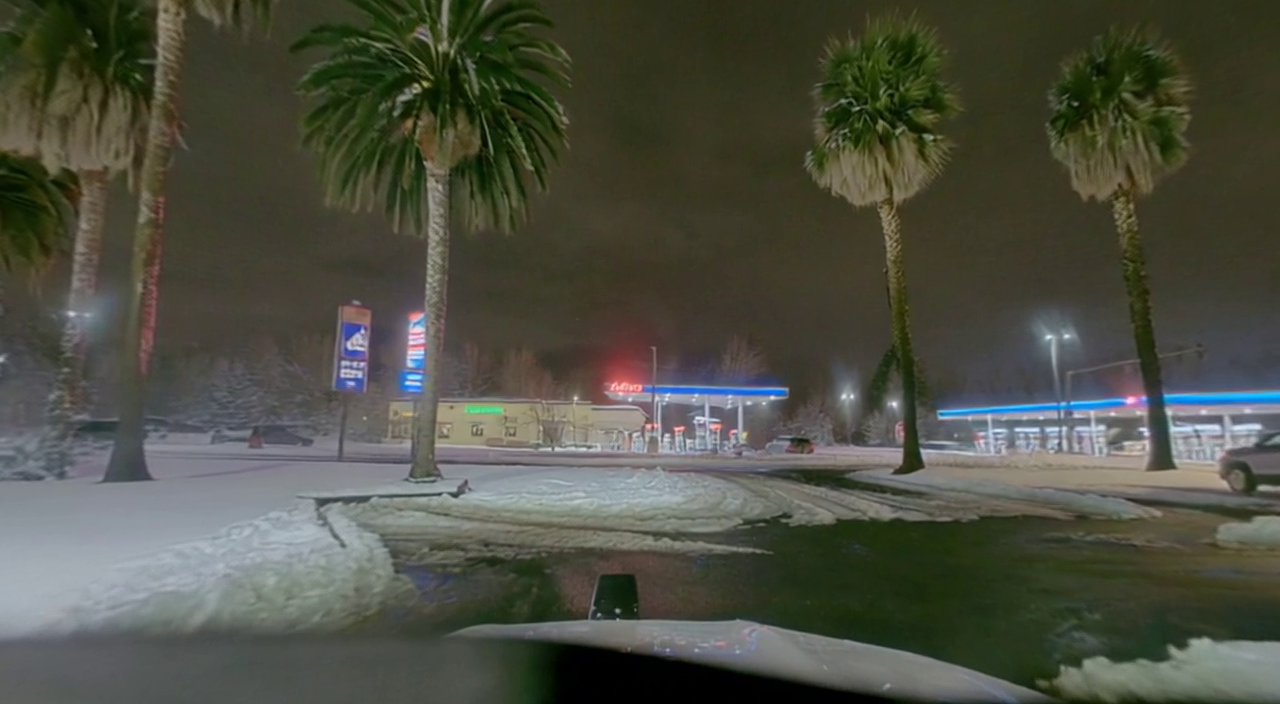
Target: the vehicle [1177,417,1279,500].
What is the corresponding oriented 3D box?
[{"bbox_3d":[15.434,2.413,14.329,2.028,1.850,4.731,1,-8,-6],"label":"vehicle"}]
